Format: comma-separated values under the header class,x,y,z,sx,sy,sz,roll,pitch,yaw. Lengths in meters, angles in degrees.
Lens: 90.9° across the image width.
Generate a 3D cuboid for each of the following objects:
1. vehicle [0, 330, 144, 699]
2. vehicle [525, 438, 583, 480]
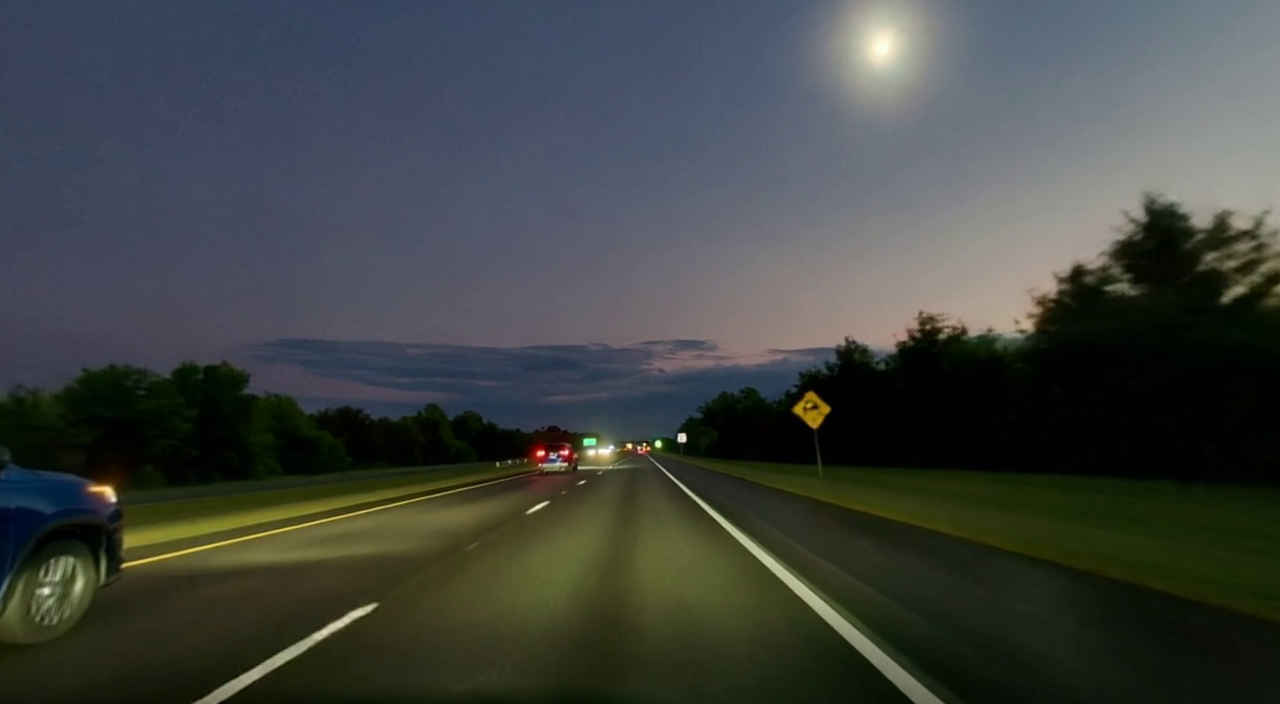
class,x,y,z,sx,sy,sz,roll,pitch,yaw
vehicle,-4.462,0.637,1.867,2.102,1.941,4.703,0,-9,0
vehicle,-3.980,5.058,29.902,2.056,1.811,4.202,0,-9,1
